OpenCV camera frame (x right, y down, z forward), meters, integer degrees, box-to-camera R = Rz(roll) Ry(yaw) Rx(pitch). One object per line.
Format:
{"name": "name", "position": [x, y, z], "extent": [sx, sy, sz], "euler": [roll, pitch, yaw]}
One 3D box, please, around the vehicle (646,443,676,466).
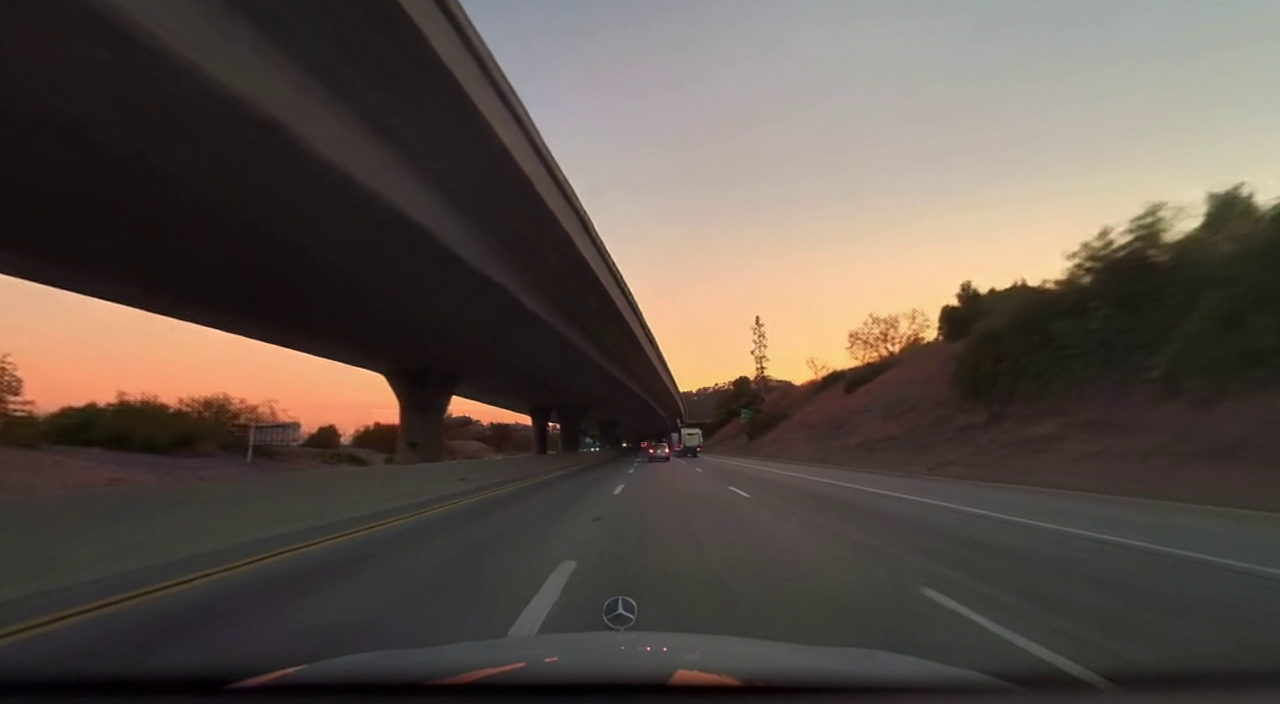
{"name": "vehicle", "position": [1.445, 7.359, 45.118], "extent": [1.970, 1.560, 4.182], "euler": [0, -9, -1]}
